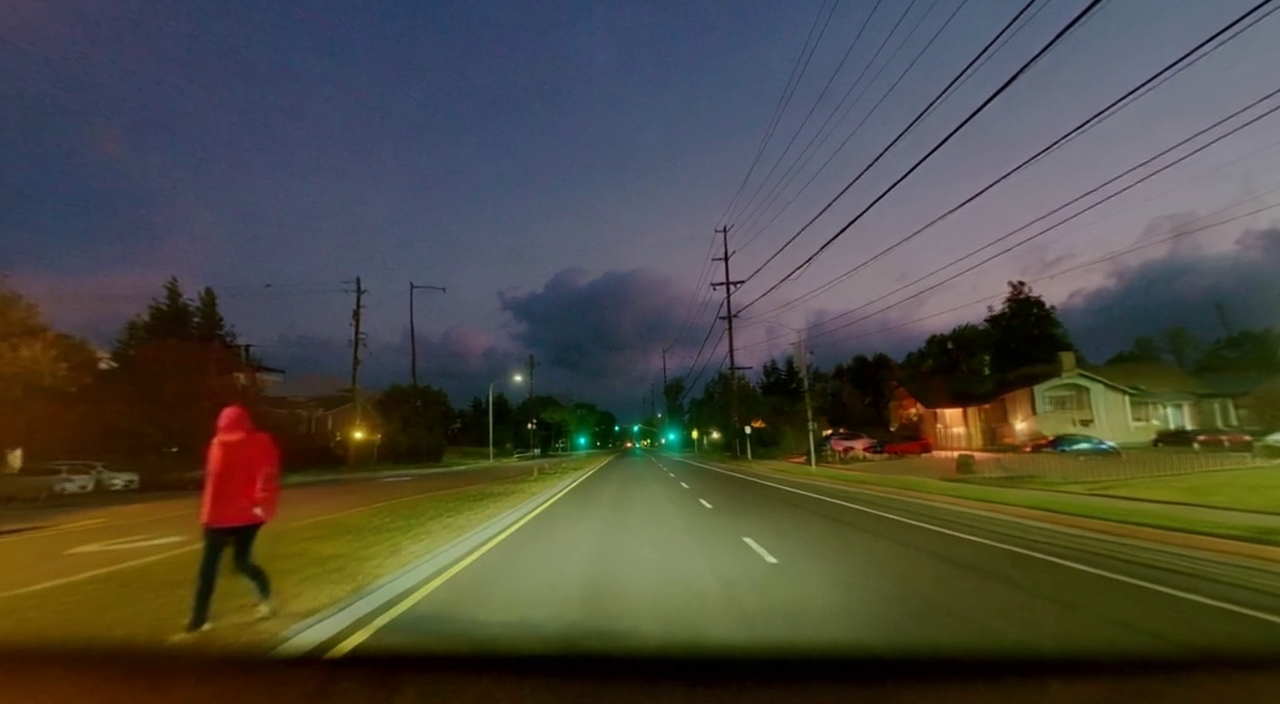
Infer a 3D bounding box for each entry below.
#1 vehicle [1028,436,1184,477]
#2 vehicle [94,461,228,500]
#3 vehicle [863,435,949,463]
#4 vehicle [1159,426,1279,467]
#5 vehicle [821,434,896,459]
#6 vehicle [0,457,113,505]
[{"bbox_3d":[17.515,3.941,23.927,4.246,1.427,2.055,0,-9,0],"label":"vehicle"},{"bbox_3d":[-21.844,5.904,29.028,4.354,1.450,2.043,-1,-11,-11],"label":"vehicle"},{"bbox_3d":[16.998,6.218,40.566,4.560,1.725,2.096,0,-9,-3],"label":"vehicle"},{"bbox_3d":[31.226,4.949,33.171,2.206,1.971,5.600,3,-9,-21],"label":"vehicle"},{"bbox_3d":[16.607,7.185,48.161,4.833,1.786,2.136,0,-8,-2],"label":"vehicle"},{"bbox_3d":[-27.080,5.786,28.504,4.690,1.966,1.970,0,-9,-2],"label":"vehicle"}]
